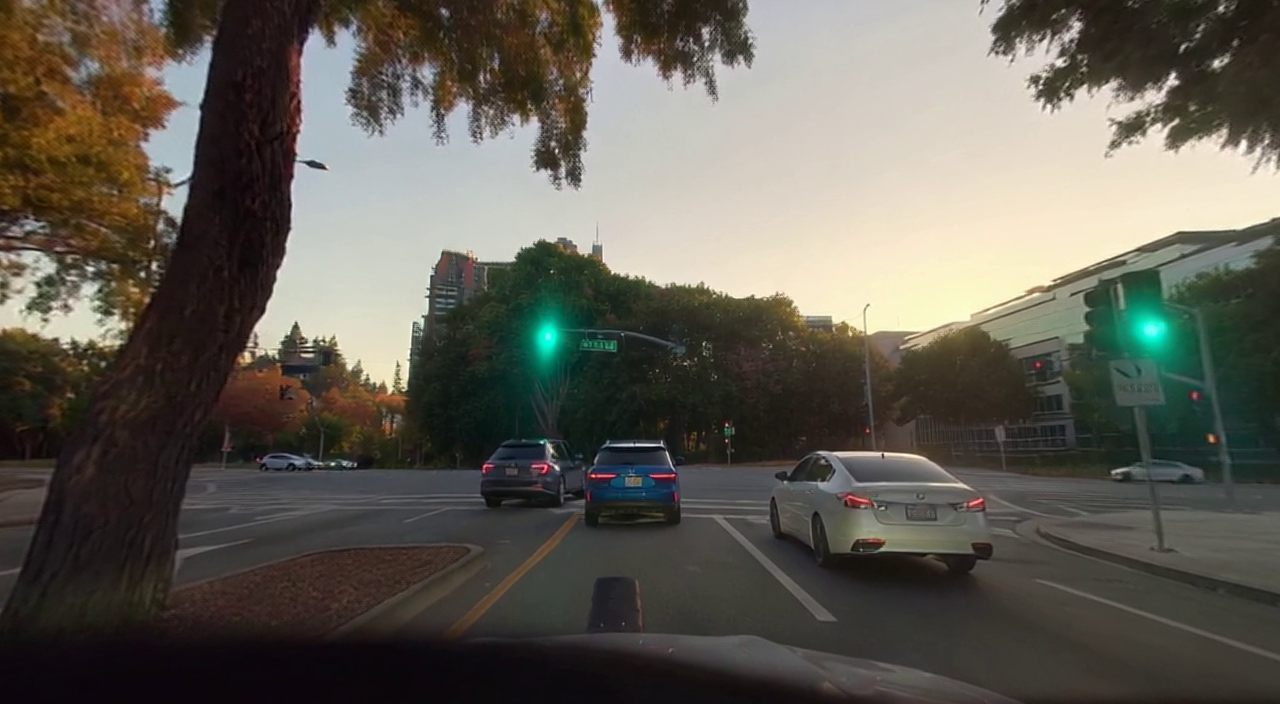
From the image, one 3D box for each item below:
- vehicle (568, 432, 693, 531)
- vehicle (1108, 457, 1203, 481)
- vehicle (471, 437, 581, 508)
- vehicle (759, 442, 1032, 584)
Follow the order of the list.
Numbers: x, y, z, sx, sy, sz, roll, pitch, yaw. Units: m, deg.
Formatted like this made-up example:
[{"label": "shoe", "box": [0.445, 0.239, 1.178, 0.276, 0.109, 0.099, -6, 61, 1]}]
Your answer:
[{"label": "vehicle", "box": [-0.136, 2.520, 12.828, 2.108, 1.654, 4.235, 0, -9, 1]}, {"label": "vehicle", "box": [36.650, 8.308, 44.720, 4.705, 1.631, 2.053, -1, -9, 10]}, {"label": "vehicle", "box": [-2.875, 3.125, 16.761, 1.987, 1.633, 4.005, 0, -9, 3]}, {"label": "vehicle", "box": [3.134, 2.049, 8.959, 2.056, 1.468, 4.520, 0, -9, 1]}]
